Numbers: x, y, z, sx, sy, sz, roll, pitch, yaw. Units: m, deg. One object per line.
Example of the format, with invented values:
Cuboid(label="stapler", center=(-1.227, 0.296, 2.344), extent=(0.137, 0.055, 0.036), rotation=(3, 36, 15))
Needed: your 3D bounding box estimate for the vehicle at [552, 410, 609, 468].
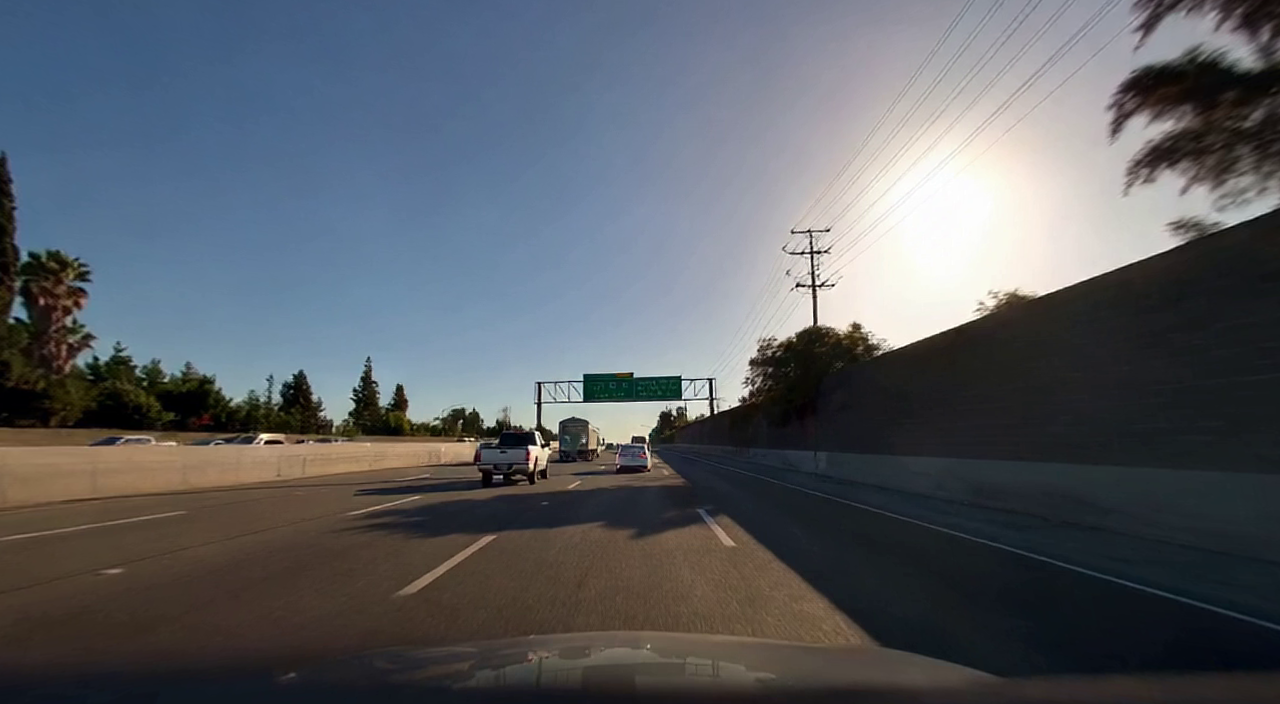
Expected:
Cuboid(label="vehicle", center=(-3.677, 5.786, 41.492), extent=(2.956, 3.331, 9.575), rotation=(0, -9, -1))

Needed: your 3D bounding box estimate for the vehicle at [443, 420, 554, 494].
Cuboid(label="vehicle", center=(-3.902, 2.998, 18.269), extent=(2.109, 1.840, 4.614), rotation=(0, -9, 0))

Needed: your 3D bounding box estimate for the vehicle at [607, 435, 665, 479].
Cuboid(label="vehicle", center=(-0.158, 4.285, 25.970), extent=(2.178, 1.640, 4.071), rotation=(0, -9, 0))
